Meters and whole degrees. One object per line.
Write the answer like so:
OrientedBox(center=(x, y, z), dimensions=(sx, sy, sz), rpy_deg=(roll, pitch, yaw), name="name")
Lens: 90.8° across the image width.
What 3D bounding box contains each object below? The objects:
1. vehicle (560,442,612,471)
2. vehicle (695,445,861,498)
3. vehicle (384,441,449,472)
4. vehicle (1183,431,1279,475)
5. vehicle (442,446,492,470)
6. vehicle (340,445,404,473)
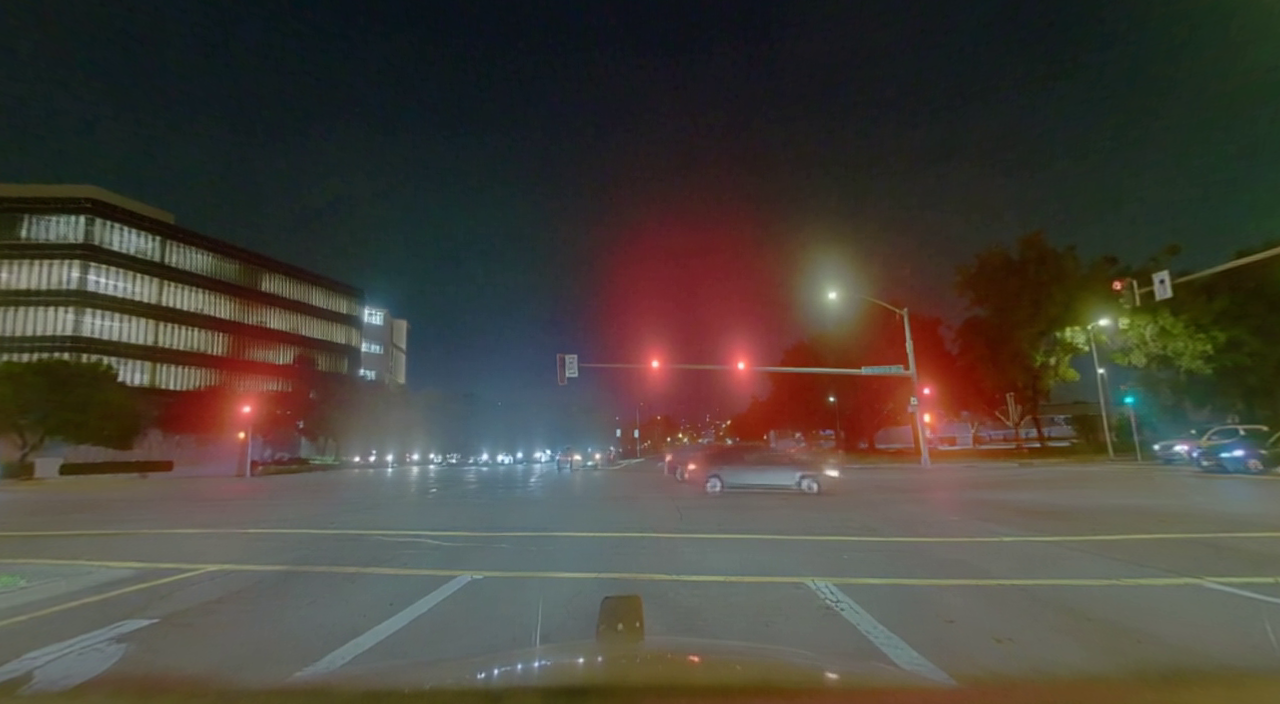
OrientedBox(center=(-3.037, 5.663, 34.552), dimensions=(2.115, 1.445, 4.864), rpy_deg=(2, -9, -14), name="vehicle")
OrientedBox(center=(3.729, 3.173, 17.034), dimensions=(4.093, 1.288, 1.910), rpy_deg=(-4, -9, 20), name="vehicle")
OrientedBox(center=(-15.143, 7.124, 43.232), dimensions=(2.340, 1.946, 5.450), rpy_deg=(-1, -9, 2), name="vehicle")
OrientedBox(center=(22.319, 3.560, 22.361), dimensions=(4.474, 1.477, 1.908), rpy_deg=(0, -9, -3), name="vehicle")
OrientedBox(center=(-11.646, 7.145, 42.812), dimensions=(2.003, 1.476, 4.297), rpy_deg=(-1, -9, 2), name="vehicle")
OrientedBox(center=(-18.555, 7.411, 44.090), dimensions=(2.237, 1.842, 5.116), rpy_deg=(0, -9, 0), name="vehicle")
